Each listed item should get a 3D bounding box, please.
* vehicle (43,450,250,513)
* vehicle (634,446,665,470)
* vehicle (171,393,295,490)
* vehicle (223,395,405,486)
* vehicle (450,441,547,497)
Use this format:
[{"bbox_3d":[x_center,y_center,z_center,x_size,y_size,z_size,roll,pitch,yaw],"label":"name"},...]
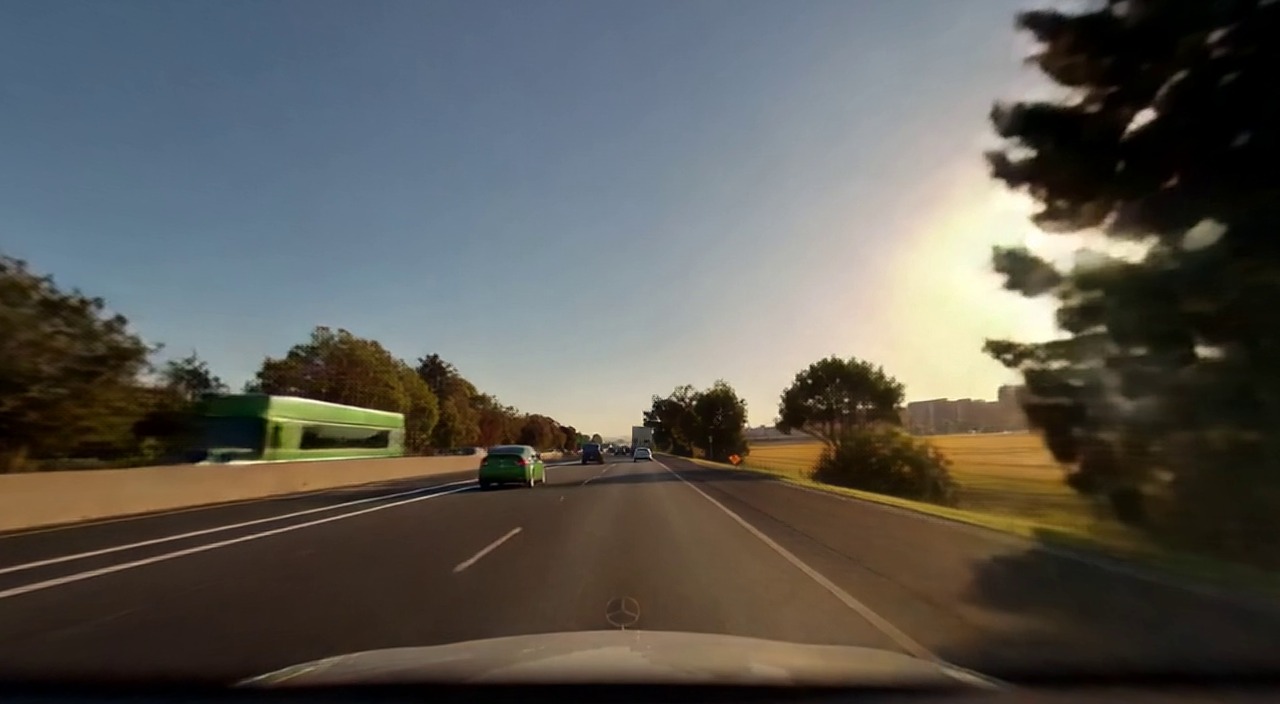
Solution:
[{"bbox_3d":[-12.775,3.342,16.821,1.865,1.431,4.524,0,-9,0],"label":"vehicle"},{"bbox_3d":[0.612,7.343,43.775,1.992,1.593,3.937,0,-9,-1],"label":"vehicle"},{"bbox_3d":[-17.150,3.789,26.826,3.087,3.865,2.819,0,-9,-1],"label":"vehicle"},{"bbox_3d":[-17.228,5.065,35.343,2.889,4.027,13.945,0,-9,-1],"label":"vehicle"},{"bbox_3d":[-4.330,3.654,19.998,2.172,1.548,3.953,0,-9,0],"label":"vehicle"}]
